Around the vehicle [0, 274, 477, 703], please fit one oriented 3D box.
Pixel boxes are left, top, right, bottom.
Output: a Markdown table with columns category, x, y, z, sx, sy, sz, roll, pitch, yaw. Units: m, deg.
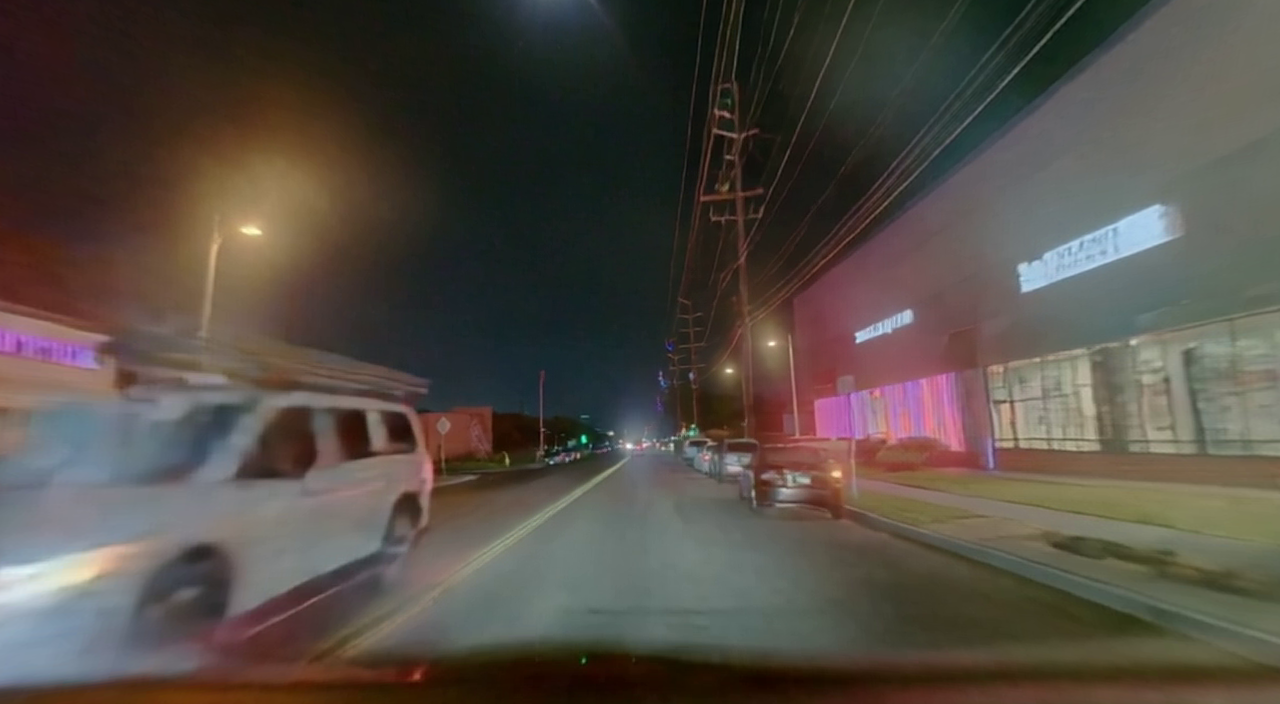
| category | x | y | z | sx | sy | sz | roll | pitch | yaw |
| --- | --- | --- | --- | --- | --- | --- | --- | --- | --- |
| vehicle | -2.828 | 1.030 | 4.709 | 2.115 | 2.065 | 4.452 | 0 | -9 | -1 |

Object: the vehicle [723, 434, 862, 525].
| category | x | y | z | sx | sy | sz | roll | pitch | yaw |
| --- | --- | --- | --- | --- | --- | --- | --- | --- | --- |
| vehicle | 2.941 | 2.490 | 13.112 | 2.261 | 1.503 | 4.695 | -2 | -8 | 9 |

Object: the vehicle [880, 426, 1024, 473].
| category | x | y | z | sx | sy | sz | roll | pitch | yaw |
| --- | --- | --- | --- | --- | --- | --- | --- | --- | --- |
| vehicle | 10.669 | 3.377 | 21.859 | 3.944 | 1.476 | 1.852 | -1 | -10 | 1 |
